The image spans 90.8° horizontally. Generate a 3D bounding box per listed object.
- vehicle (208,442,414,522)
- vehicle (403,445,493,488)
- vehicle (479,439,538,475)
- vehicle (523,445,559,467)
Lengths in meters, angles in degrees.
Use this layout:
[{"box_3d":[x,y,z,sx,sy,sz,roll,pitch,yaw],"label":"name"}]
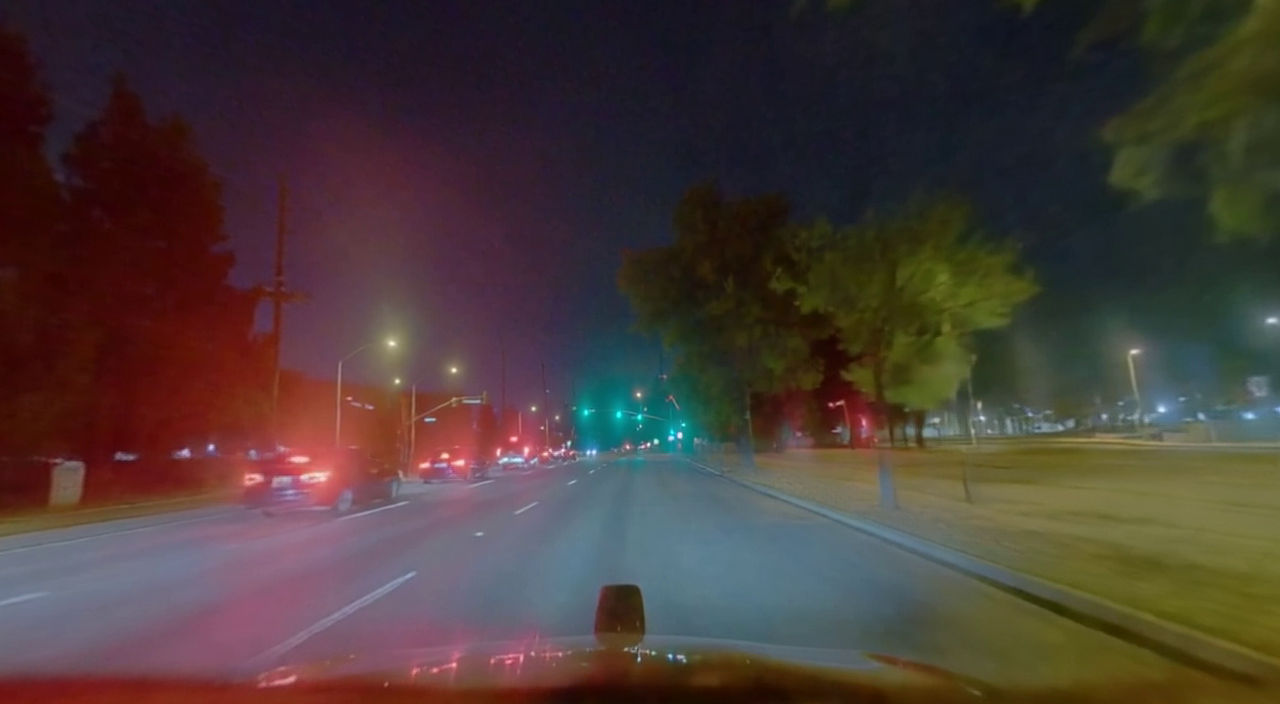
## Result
[{"box_3d":[-7.066,2.812,14.335,2.030,1.482,4.818,0,-8,1],"label":"vehicle"},{"box_3d":[-7.094,4.241,23.848,2.008,1.456,4.409,0,-9,0],"label":"vehicle"},{"box_3d":[-7.060,5.692,34.478,2.101,1.768,5.040,0,-9,0],"label":"vehicle"},{"box_3d":[-7.052,7.449,45.370,1.854,1.481,4.518,0,-8,1],"label":"vehicle"}]
